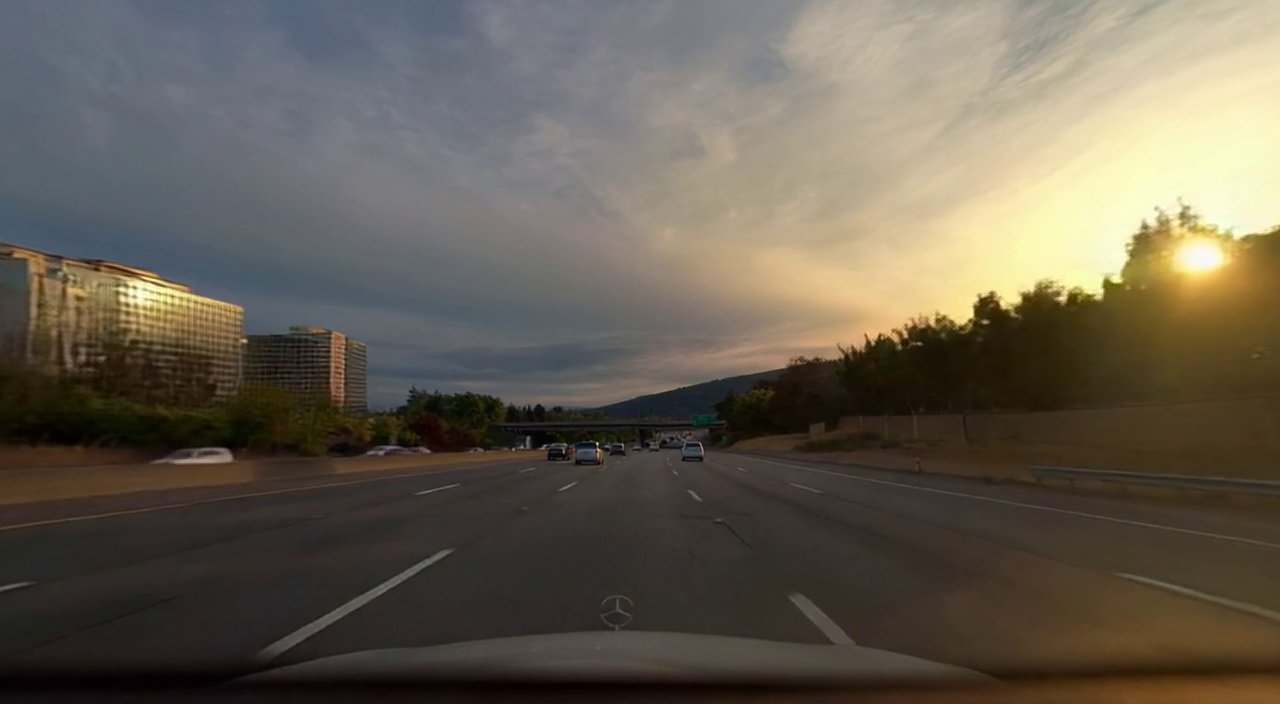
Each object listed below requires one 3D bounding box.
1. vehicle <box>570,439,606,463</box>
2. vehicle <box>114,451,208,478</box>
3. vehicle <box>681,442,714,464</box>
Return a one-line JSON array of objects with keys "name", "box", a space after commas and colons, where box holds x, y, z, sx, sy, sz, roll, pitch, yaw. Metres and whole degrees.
[{"name": "vehicle", "box": [-3.740, 7.243, 46.288, 2.179, 1.693, 4.204, 0, -8, 2]}, {"name": "vehicle", "box": [-26.977, 6.320, 35.794, 1.772, 1.422, 4.404, 0, -8, 1]}, {"name": "vehicle", "box": [4.067, 7.169, 45.107, 1.967, 1.475, 4.080, 0, -8, 0]}]
